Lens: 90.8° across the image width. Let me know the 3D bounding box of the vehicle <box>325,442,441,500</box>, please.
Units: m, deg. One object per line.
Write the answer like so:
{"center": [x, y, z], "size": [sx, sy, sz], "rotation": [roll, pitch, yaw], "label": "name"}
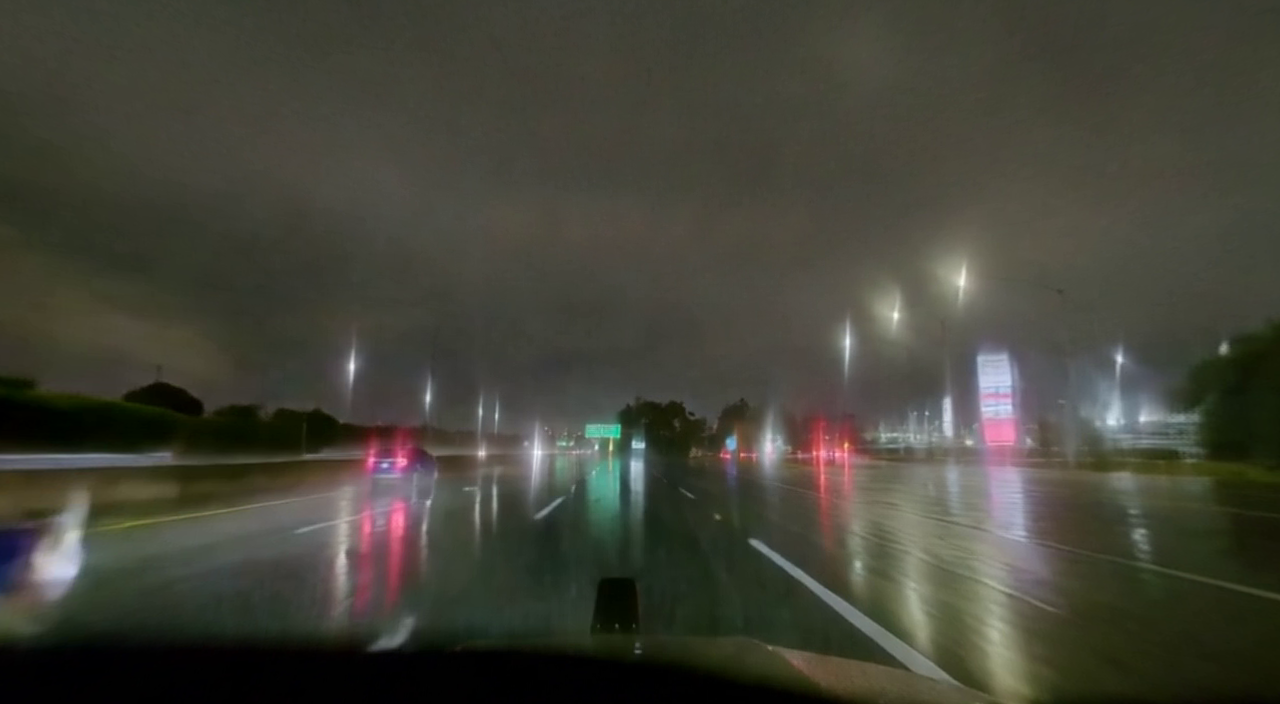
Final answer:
{"center": [-7.819, 3.631, 19.729], "size": [1.924, 1.601, 4.115], "rotation": [0, -9, -1], "label": "vehicle"}
